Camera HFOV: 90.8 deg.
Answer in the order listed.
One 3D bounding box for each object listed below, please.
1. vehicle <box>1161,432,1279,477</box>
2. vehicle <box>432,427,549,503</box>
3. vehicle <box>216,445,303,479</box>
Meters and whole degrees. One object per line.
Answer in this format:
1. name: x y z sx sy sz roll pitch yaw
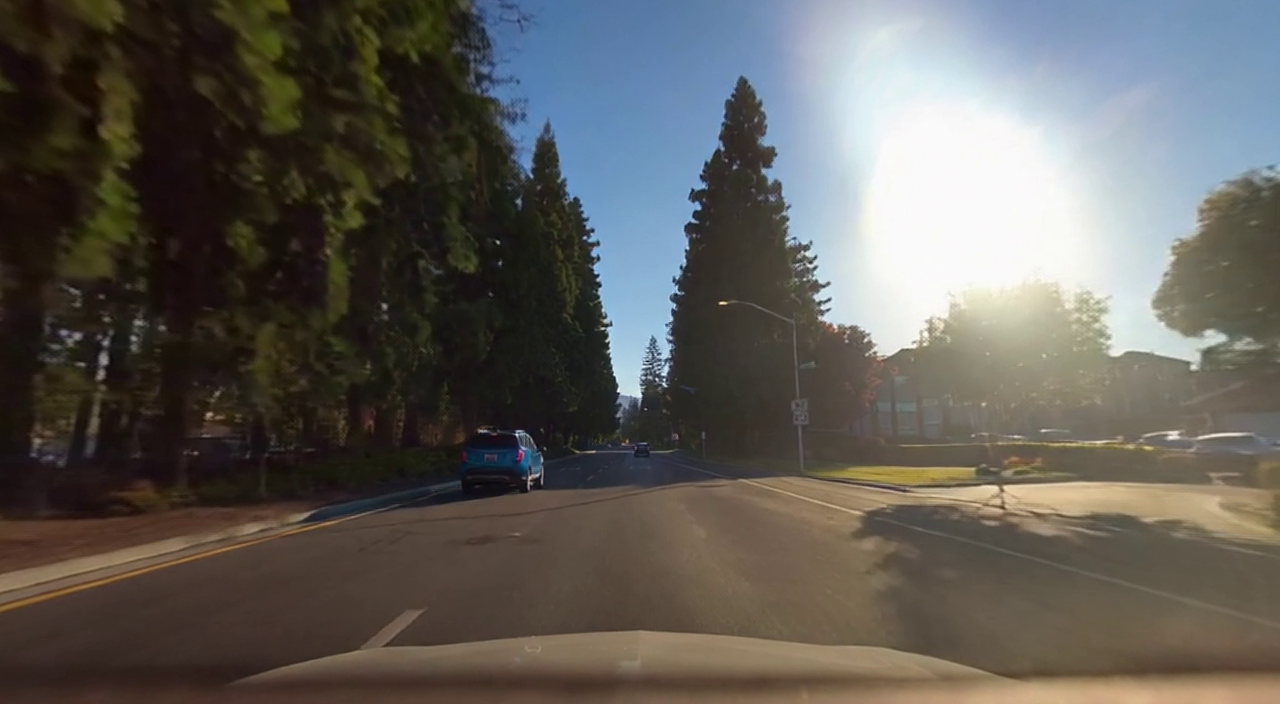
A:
1. vehicle: 20.916 3.612 22.458 3.818 1.482 1.729 3 -8 -17
2. vehicle: -3.772 2.933 16.833 2.078 1.748 4.279 0 -8 0
3. vehicle: -22.046 6.379 36.865 2.117 1.827 4.770 0 -8 0
